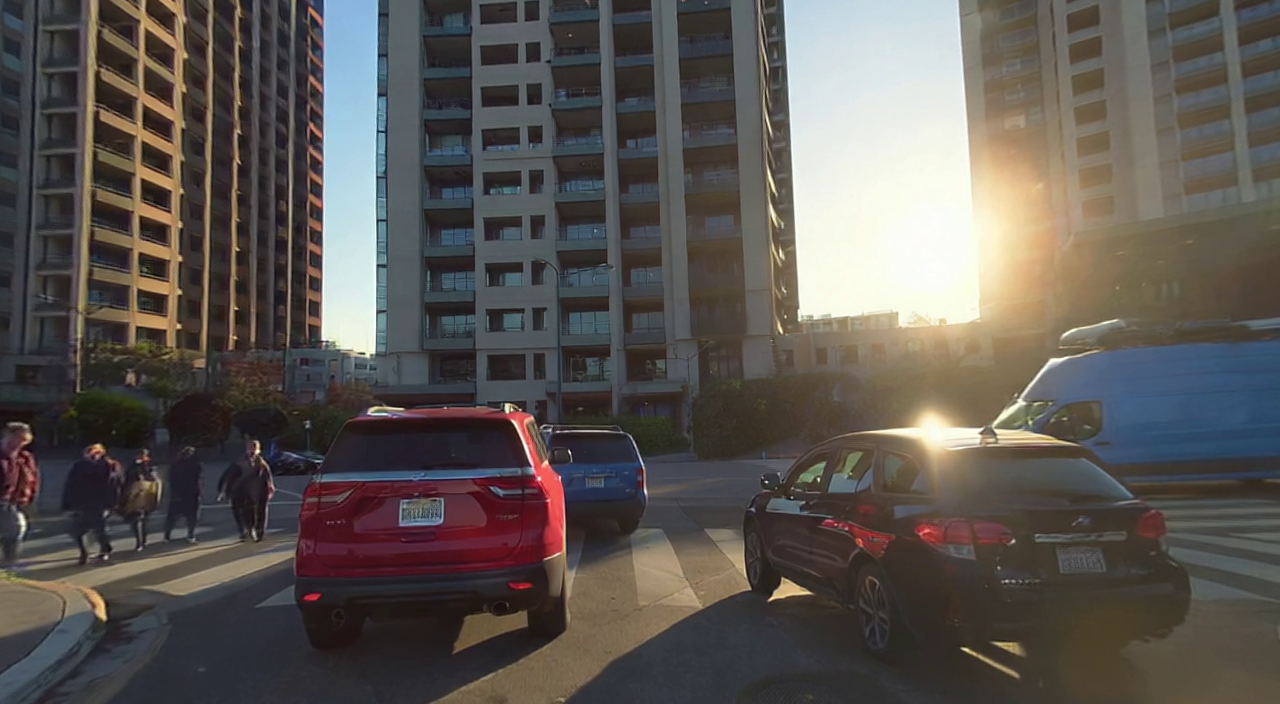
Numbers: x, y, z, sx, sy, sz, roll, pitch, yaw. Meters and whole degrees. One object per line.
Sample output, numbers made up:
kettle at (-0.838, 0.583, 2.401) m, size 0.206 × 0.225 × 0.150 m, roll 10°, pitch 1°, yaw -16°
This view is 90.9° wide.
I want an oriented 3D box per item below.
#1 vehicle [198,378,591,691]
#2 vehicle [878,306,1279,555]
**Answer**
vehicle at (-1.646, 1.327, 5.749) m, size 2.144 × 1.733 × 4.115 m, roll 1°, pitch -9°, yaw -8°
vehicle at (7.109, 1.020, 8.235) m, size 6.932 × 2.753 × 2.446 m, roll 0°, pitch -8°, yaw 1°
